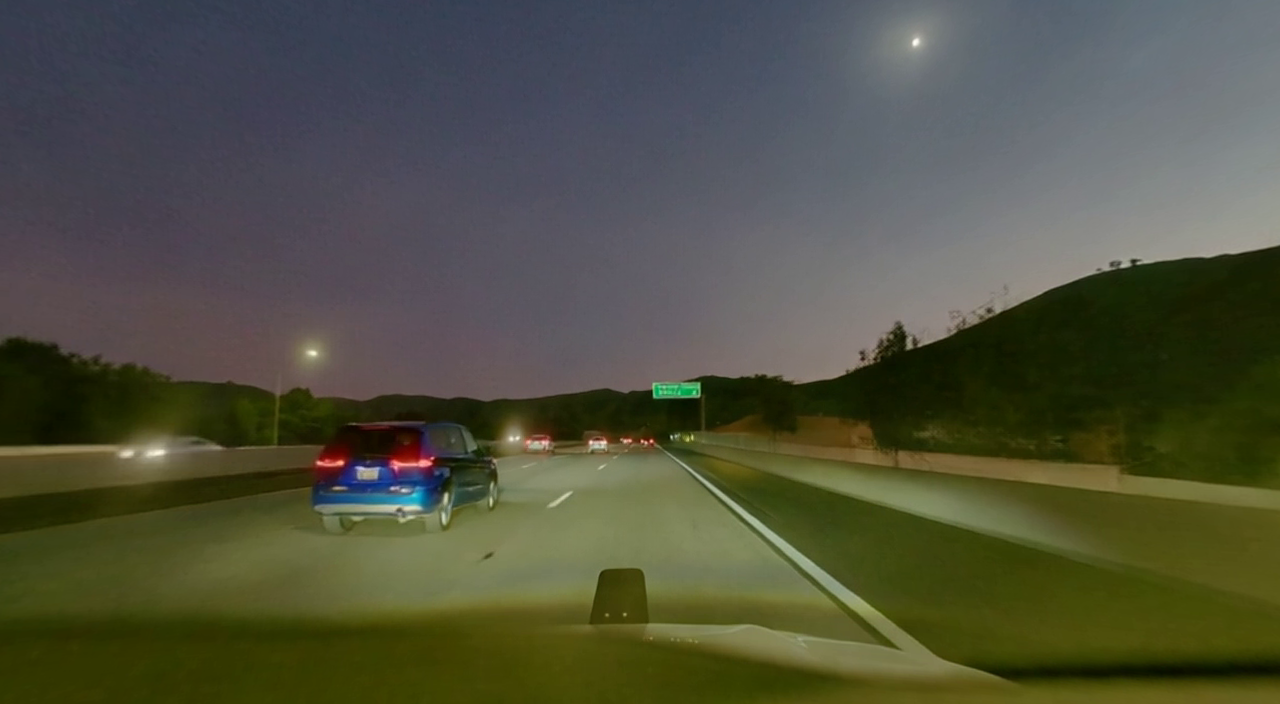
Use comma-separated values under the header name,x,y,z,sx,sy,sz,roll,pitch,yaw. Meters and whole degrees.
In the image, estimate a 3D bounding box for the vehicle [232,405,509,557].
name,x,y,z,sx,sy,sz,roll,pitch,yaw
vehicle,-3.546,1.795,9.469,2.138,1.718,4.415,0,-8,1

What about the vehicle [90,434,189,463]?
name,x,y,z,sx,sy,sz,roll,pitch,yaw
vehicle,-28.440,5.499,36.067,1.901,1.540,4.517,0,-8,1

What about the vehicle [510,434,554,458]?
name,x,y,z,sx,sy,sz,roll,pitch,yaw
vehicle,-7.003,6.159,41.295,1.963,1.476,4.739,0,-8,2
